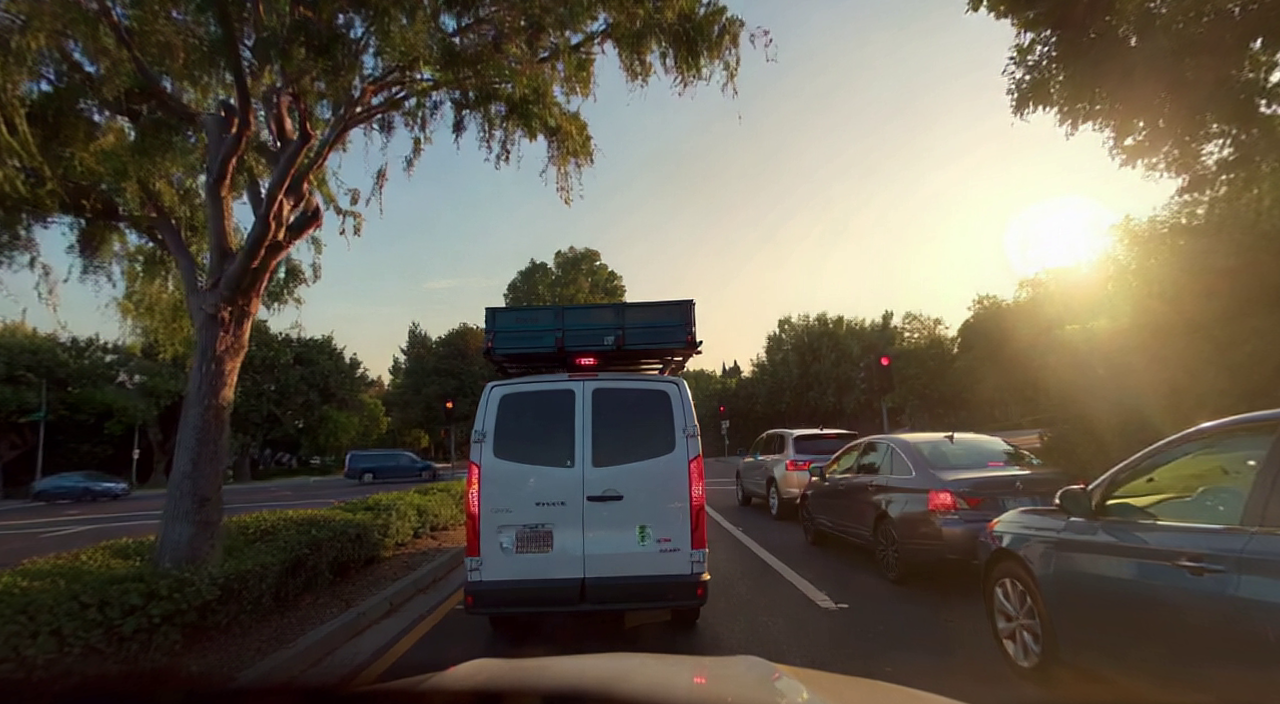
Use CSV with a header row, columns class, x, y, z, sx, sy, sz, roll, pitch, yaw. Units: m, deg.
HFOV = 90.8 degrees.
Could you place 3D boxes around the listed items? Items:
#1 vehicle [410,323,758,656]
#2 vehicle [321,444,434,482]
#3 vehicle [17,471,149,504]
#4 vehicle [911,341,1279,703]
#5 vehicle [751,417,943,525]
class,x,y,z,sx,sy,sz,roll,pitch,yaw
vehicle,-0.358,1.165,6.184,2.145,2.089,4.309,0,-9,0
vehicle,-14.136,5.953,34.183,5.241,1.894,2.257,5,-10,-32
vehicle,-25.395,6.193,28.923,4.135,1.321,1.687,2,-9,-11
vehicle,3.449,0.940,3.398,1.965,1.671,4.146,0,-9,-3
vehicle,3.698,2.217,12.268,2.024,1.692,4.252,1,-9,-4
